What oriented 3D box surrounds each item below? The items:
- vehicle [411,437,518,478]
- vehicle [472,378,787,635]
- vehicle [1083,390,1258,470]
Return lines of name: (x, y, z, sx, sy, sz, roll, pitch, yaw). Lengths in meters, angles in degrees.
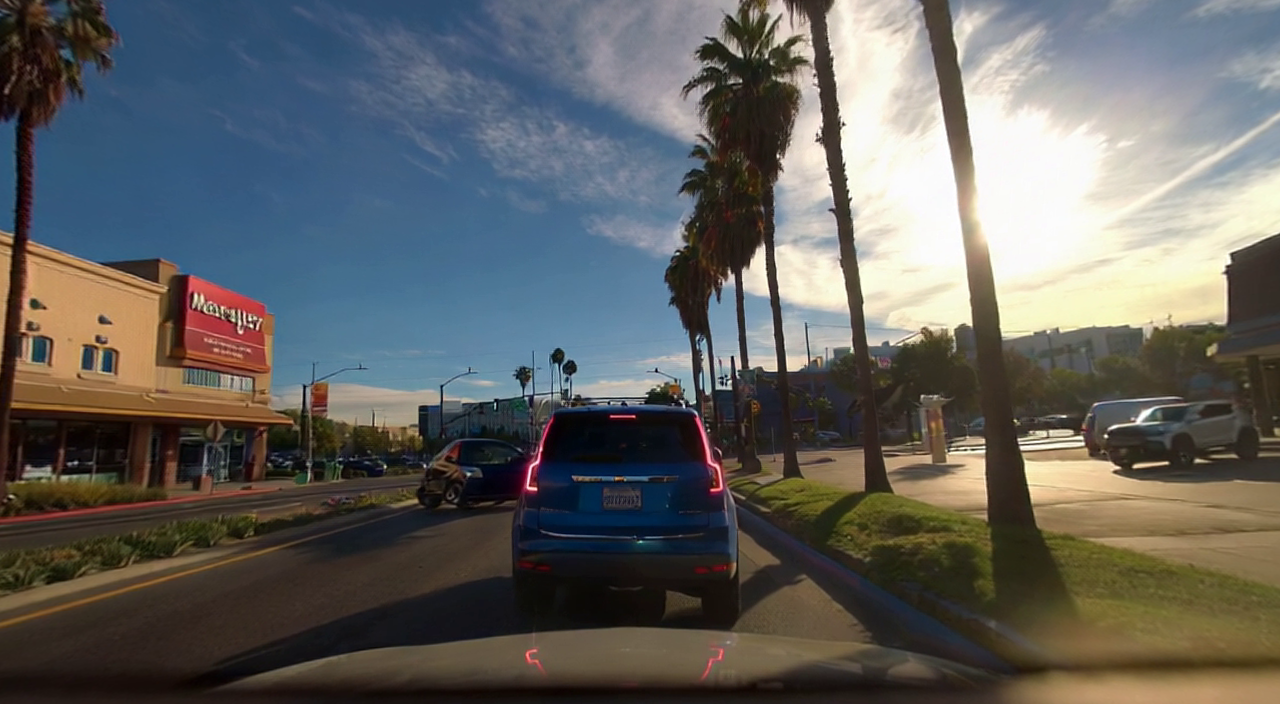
vehicle: (-9.521, 5.801, 35.031, 2.448, 2.043, 5.988, -4, -10, 23)
vehicle: (-0.123, 1.383, 6.518, 2.234, 1.818, 3.869, 0, -9, -2)
vehicle: (16.098, 2.405, 19.051, 6.060, 2.047, 2.490, 6, -11, -36)
